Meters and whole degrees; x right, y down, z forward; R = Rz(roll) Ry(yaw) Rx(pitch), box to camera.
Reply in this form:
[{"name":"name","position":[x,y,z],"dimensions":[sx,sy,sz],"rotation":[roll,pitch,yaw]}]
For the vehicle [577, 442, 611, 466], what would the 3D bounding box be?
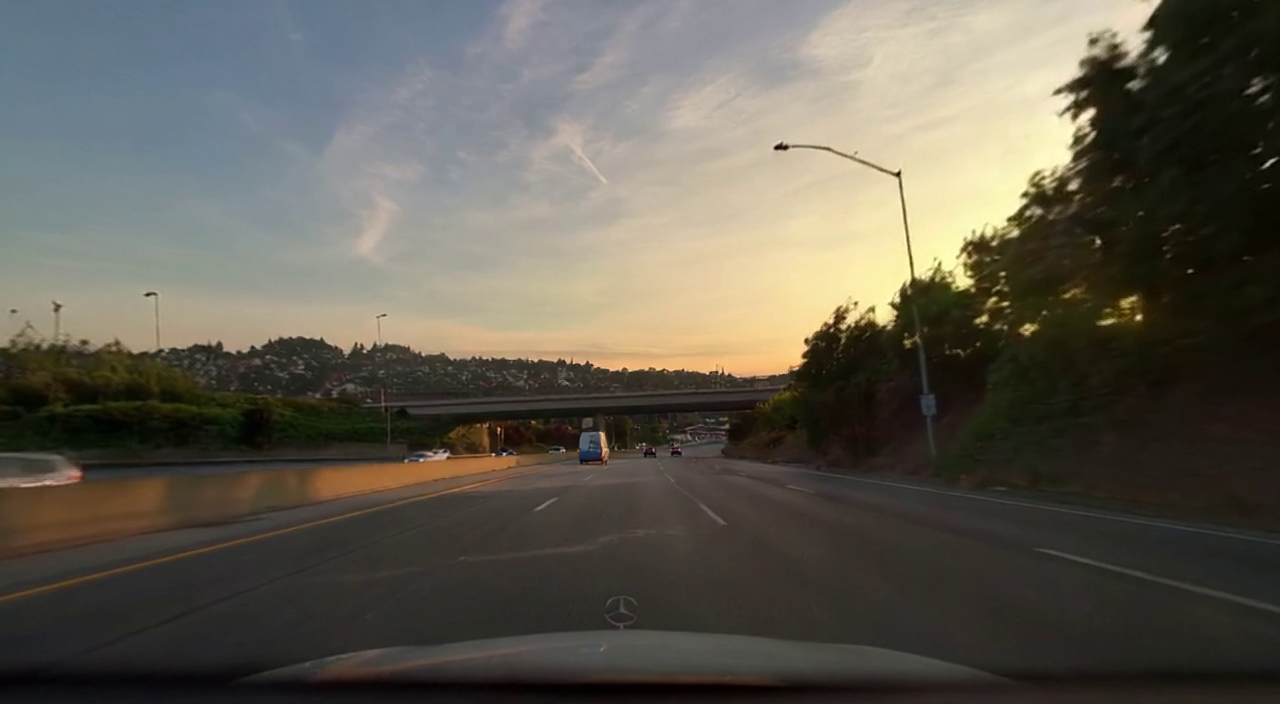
[{"name":"vehicle","position":[-3.435,7.652,47.651],"dimensions":[2.031,1.704,4.435],"rotation":[0,-9,2]}]
